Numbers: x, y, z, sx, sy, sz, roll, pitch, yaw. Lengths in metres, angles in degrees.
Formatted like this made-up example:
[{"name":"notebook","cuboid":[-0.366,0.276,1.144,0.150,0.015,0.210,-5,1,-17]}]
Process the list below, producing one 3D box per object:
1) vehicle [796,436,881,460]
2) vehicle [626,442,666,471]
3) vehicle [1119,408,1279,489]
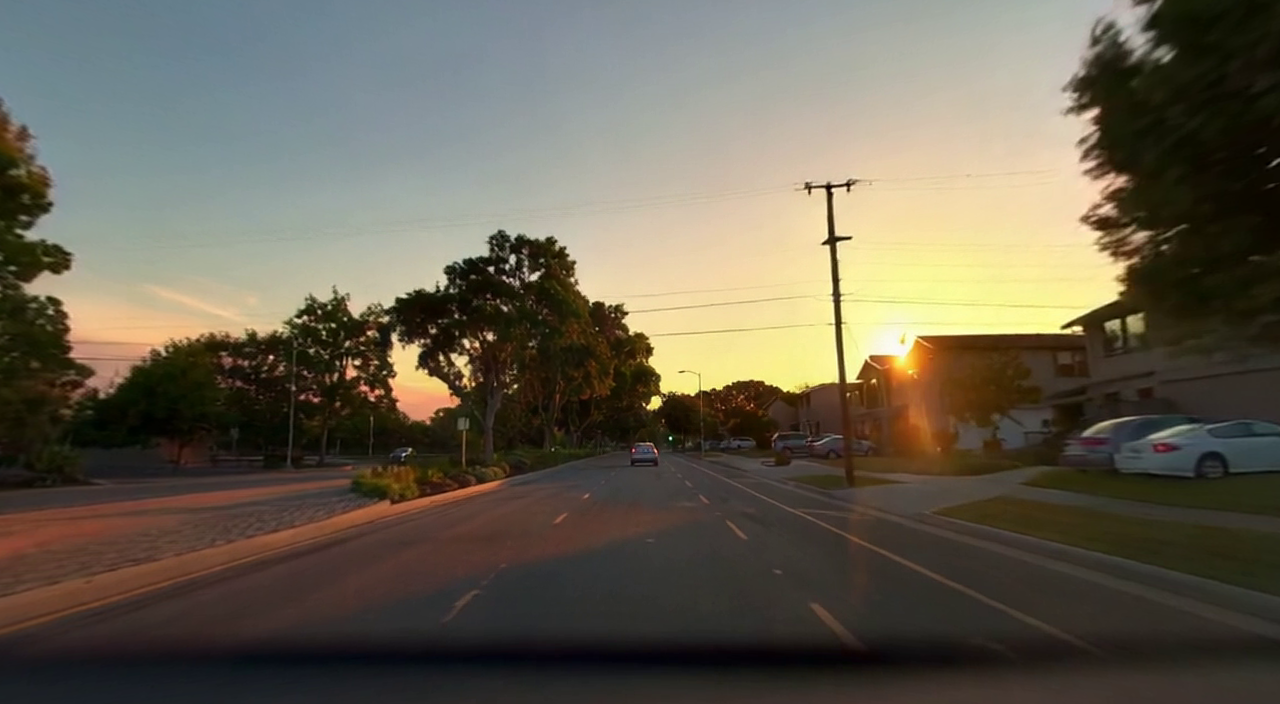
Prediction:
[{"name":"vehicle","cuboid":[12.589,6.112,39.973,4.787,1.494,1.887,0,-9,1]},{"name":"vehicle","cuboid":[0.320,5.704,34.381,2.054,1.456,4.003,0,-9,0]},{"name":"vehicle","cuboid":[13.476,2.021,13.633,4.447,1.519,1.955,-2,-6,1]}]
